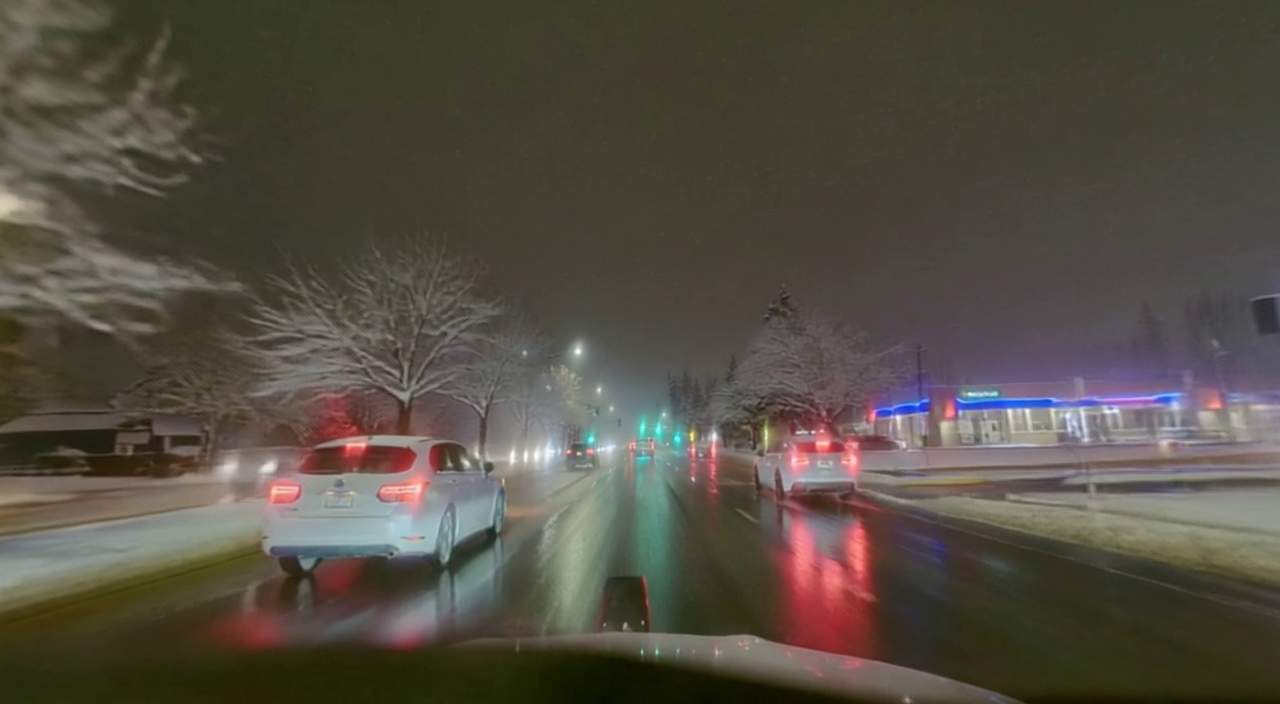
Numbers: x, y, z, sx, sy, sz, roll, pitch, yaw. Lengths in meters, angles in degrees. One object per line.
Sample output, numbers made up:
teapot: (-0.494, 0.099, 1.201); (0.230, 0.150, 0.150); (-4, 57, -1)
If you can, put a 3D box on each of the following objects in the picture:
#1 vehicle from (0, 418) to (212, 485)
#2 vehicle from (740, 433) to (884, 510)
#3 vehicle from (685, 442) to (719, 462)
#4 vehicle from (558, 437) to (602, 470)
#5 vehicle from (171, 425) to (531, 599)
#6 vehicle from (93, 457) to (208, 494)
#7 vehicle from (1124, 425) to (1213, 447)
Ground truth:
vehicle: (-29.843, 5.566, 35.484); (8.970, 3.504, 3.159); (0, -8, 0)
vehicle: (3.766, 2.706, 14.819); (2.036, 1.480, 4.659); (0, -8, -1)
vehicle: (4.555, 7.410, 46.832); (1.996, 1.443, 4.270); (0, -8, -1)
vehicle: (-3.275, 5.667, 35.479); (1.981, 1.731, 4.360); (0, -8, 1)
vehicle: (-2.914, 1.734, 7.910); (2.082, 1.460, 4.922); (0, -8, 1)
vehicle: (-22.170, 5.574, 28.794); (1.822, 1.483, 4.236); (0, -8, 1)
vehicle: (37.747, 6.041, 45.104); (4.451, 1.479, 1.961); (-1, -8, 2)
